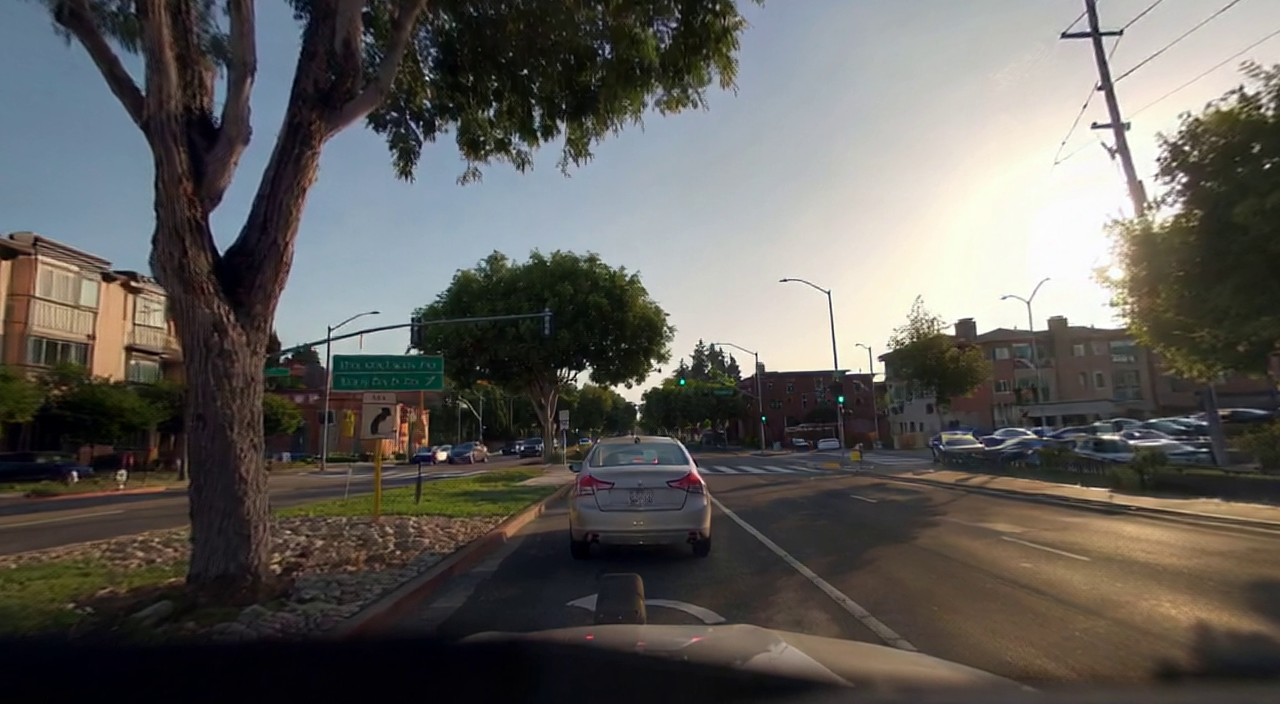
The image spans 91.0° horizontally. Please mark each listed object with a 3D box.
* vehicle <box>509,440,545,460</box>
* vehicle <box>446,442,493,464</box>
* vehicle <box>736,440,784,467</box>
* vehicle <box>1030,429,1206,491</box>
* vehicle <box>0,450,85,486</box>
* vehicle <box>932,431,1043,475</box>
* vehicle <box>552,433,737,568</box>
[{"bbox_3d":[-8.844,7.739,49.692,1.994,1.474,4.411,0,-9,1],"label":"vehicle"},{"bbox_3d":[-12.244,7.266,45.584,2.125,1.495,4.308,0,-9,1],"label":"vehicle"},{"bbox_3d":[7.005,5.951,37.068,1.932,1.439,4.159,0,-9,-1],"label":"vehicle"},{"bbox_3d":[13.071,2.980,17.591,1.859,1.525,3.948,0,-9,1],"label":"vehicle"},{"bbox_3d":[-27.384,5.083,27.762,1.773,1.438,4.268,0,-9,2],"label":"vehicle"},{"bbox_3d":[13.079,3.830,24.023,1.887,1.504,3.898,0,-9,-2],"label":"vehicle"},{"bbox_3d":[-0.057,1.932,8.998,2.010,1.447,4.121,0,-9,-3],"label":"vehicle"}]
